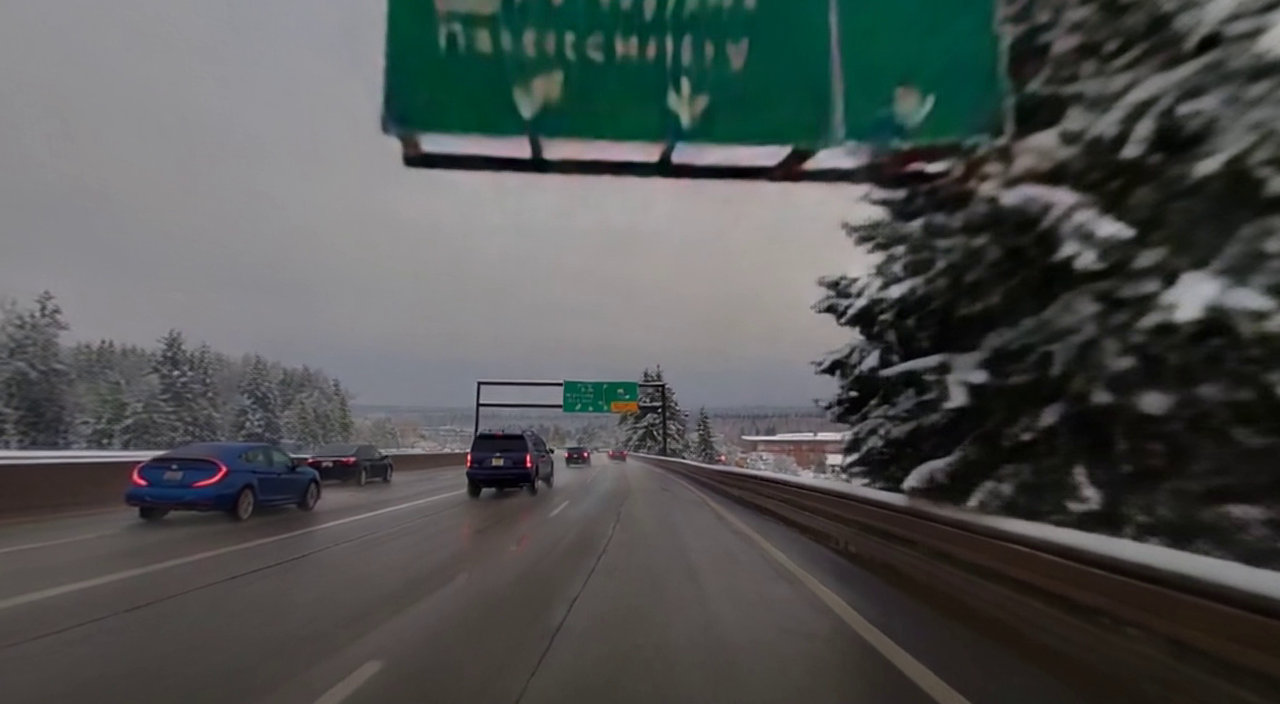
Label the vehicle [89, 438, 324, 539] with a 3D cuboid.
[{"bbox_3d":[-7.452,2.330,11.322,1.796,1.509,3.393,0,-8,0],"label":"vehicle"}]

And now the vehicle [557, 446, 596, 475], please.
[{"bbox_3d":[-3.771,6.462,37.824,1.955,1.614,3.817,0,-8,0],"label":"vehicle"}]

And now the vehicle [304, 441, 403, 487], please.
[{"bbox_3d":[-11.436,4.470,25.564,1.919,1.665,4.394,0,-8,0],"label":"vehicle"}]

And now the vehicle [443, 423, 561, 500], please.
[{"bbox_3d":[-3.943,3.248,19.119,2.301,1.985,5.247,0,-8,1],"label":"vehicle"}]
